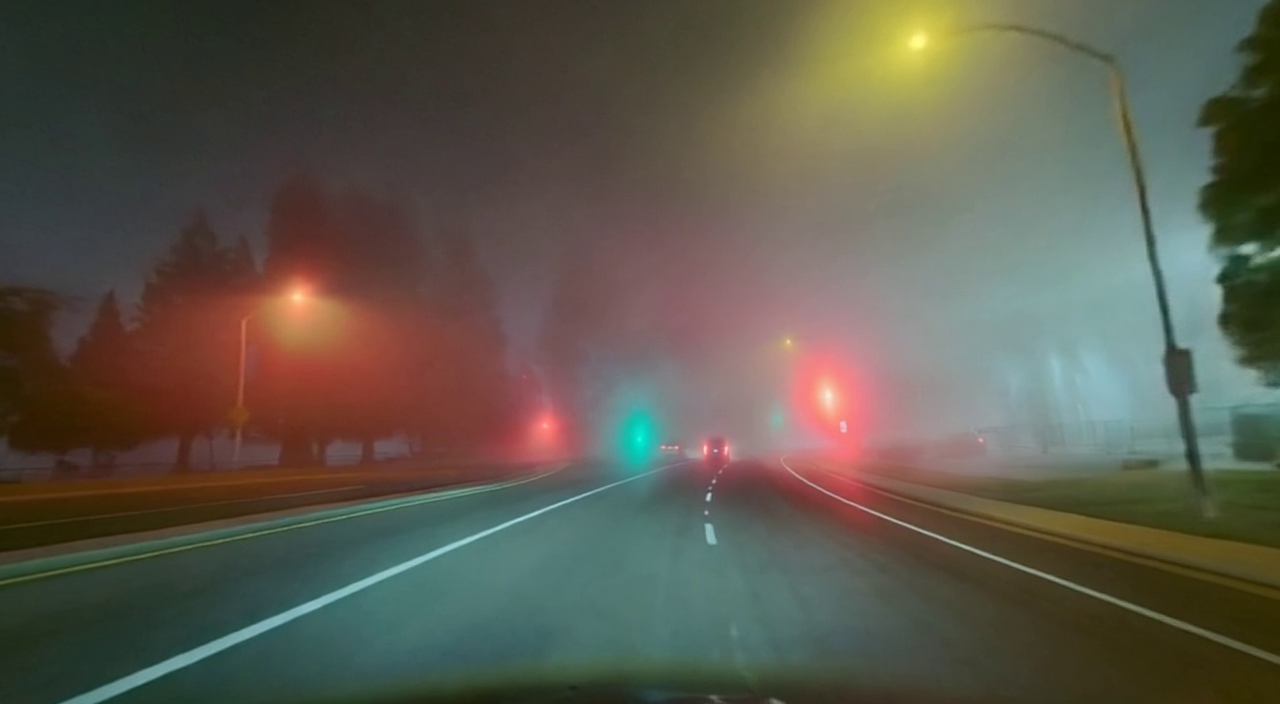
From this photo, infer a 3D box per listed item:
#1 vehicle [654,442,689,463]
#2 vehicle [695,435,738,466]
[{"bbox_3d":[2.456,7.650,48.262,1.952,1.472,4.312,-2,-9,12],"label":"vehicle"},{"bbox_3d":[5.096,6.462,41.477,2.356,1.931,4.840,-2,-9,11],"label":"vehicle"}]
